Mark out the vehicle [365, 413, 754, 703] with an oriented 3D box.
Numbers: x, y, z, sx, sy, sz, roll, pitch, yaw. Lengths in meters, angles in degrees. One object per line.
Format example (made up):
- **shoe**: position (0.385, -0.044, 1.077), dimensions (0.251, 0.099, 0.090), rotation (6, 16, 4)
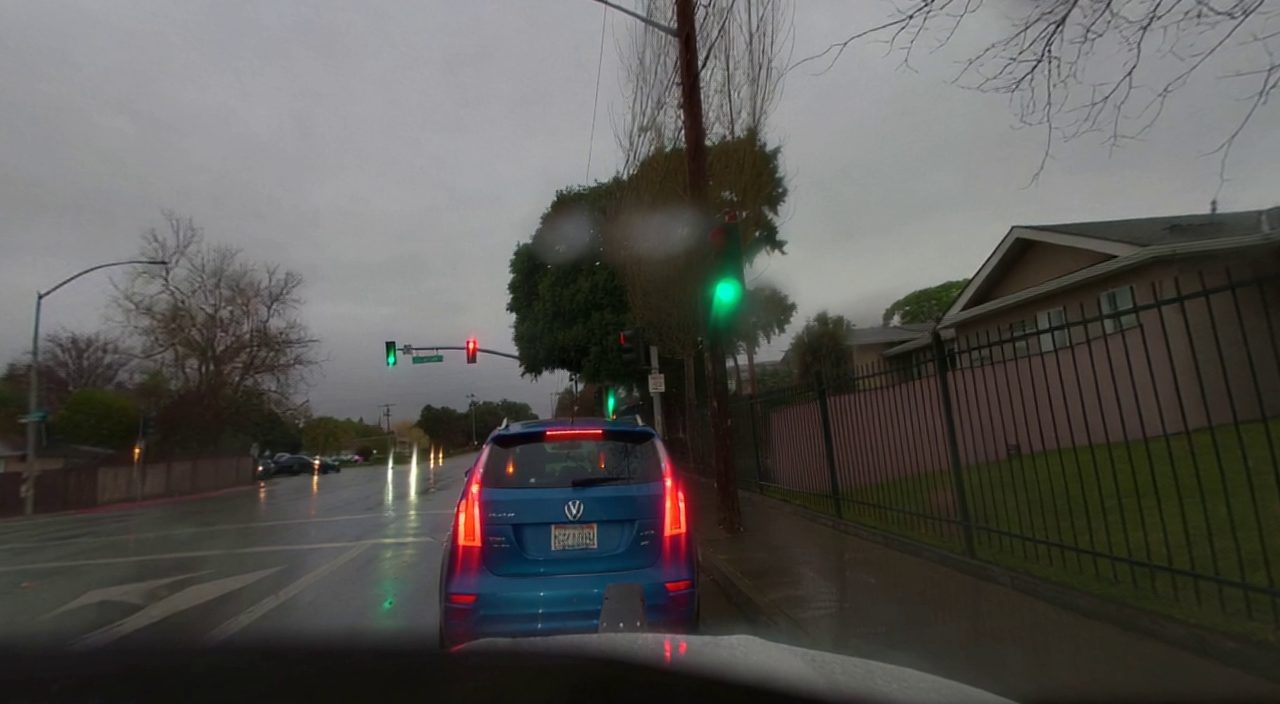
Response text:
- **vehicle**: position (-0.665, 1.359, 5.229), dimensions (2.024, 1.502, 3.702), rotation (1, -9, -9)
